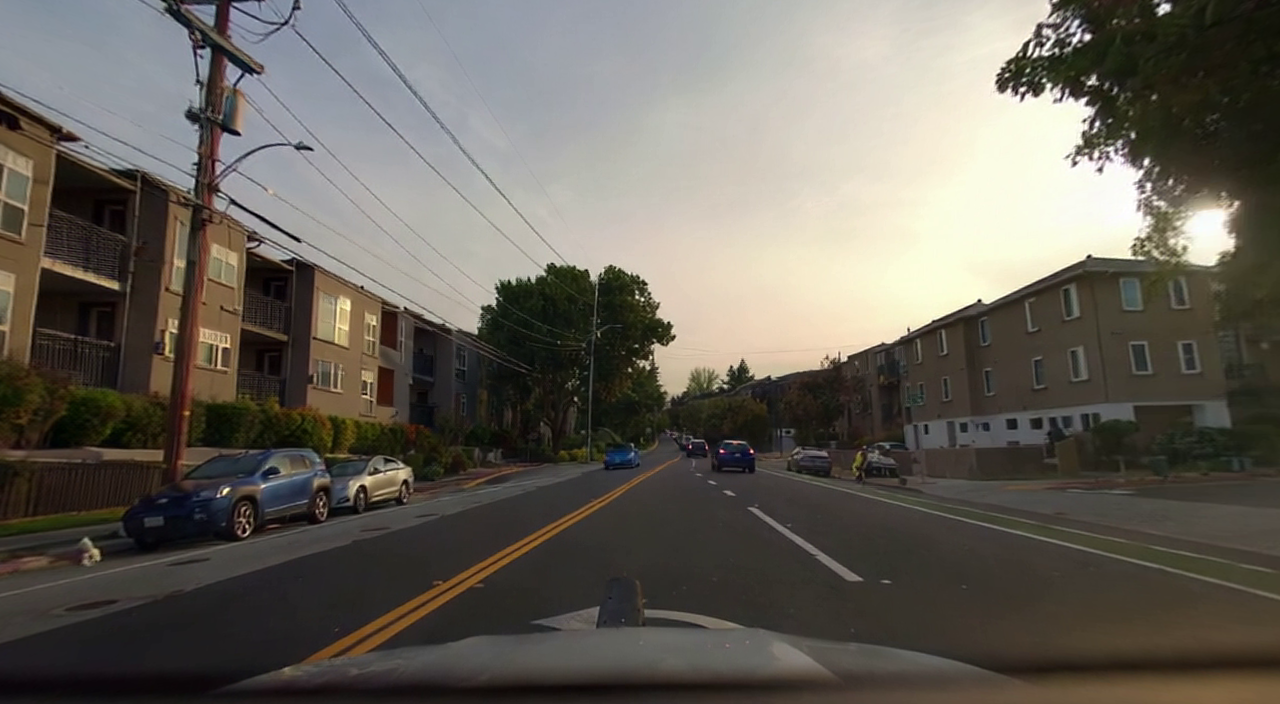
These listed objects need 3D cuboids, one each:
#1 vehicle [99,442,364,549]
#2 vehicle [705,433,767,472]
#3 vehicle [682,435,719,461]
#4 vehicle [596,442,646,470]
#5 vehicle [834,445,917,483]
[{"bbox_3d":[-8.112,2.829,13.254,2.381,1.825,4.652,0,-8,1],"label":"vehicle"},{"bbox_3d":[4.649,4.953,31.139,2.306,1.719,4.805,0,-8,0],"label":"vehicle"},{"bbox_3d":[4.464,7.170,47.068,2.368,1.840,4.896,0,-8,0],"label":"vehicle"},{"bbox_3d":[-0.983,5.776,35.164,2.155,1.436,4.501,-1,-8,6],"label":"vehicle"},{"bbox_3d":[10.106,4.816,27.360,1.935,1.478,4.711,0,-8,2],"label":"vehicle"}]
